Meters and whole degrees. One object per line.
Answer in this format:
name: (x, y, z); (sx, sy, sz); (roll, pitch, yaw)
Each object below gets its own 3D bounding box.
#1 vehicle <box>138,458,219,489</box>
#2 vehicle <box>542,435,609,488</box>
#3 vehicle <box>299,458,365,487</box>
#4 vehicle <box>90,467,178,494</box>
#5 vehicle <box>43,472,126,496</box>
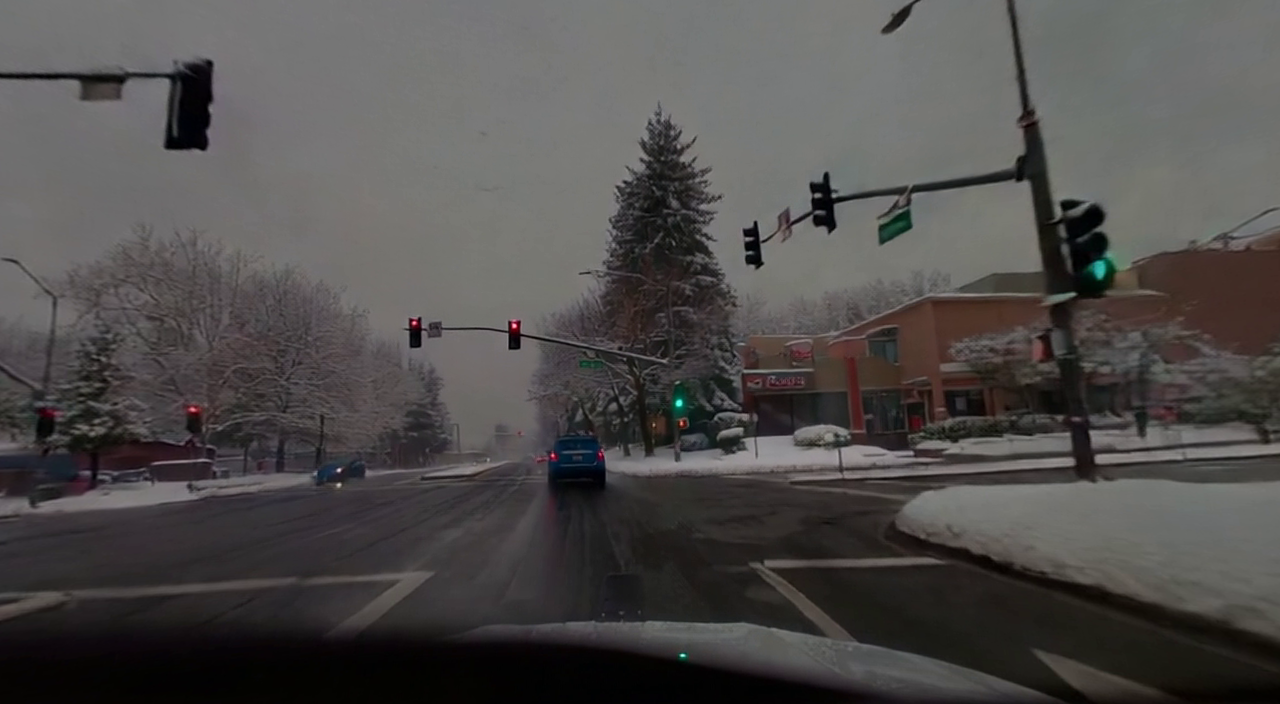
vehicle: (-28.224, 7.425, 38.812); (2.142, 1.671, 4.083); (1, -9, -7)
vehicle: (-2.360, 3.939, 23.034); (2.227, 1.733, 3.930); (1, -8, -6)
vehicle: (-17.881, 6.982, 36.930); (1.873, 1.483, 4.657); (0, -8, -5)
vehicle: (-31.656, 8.032, 39.716); (2.004, 1.479, 4.230); (0, -9, 0)
vehicle: (-38.540, 9.164, 43.930); (3.894, 1.446, 1.760); (1, -9, -9)
